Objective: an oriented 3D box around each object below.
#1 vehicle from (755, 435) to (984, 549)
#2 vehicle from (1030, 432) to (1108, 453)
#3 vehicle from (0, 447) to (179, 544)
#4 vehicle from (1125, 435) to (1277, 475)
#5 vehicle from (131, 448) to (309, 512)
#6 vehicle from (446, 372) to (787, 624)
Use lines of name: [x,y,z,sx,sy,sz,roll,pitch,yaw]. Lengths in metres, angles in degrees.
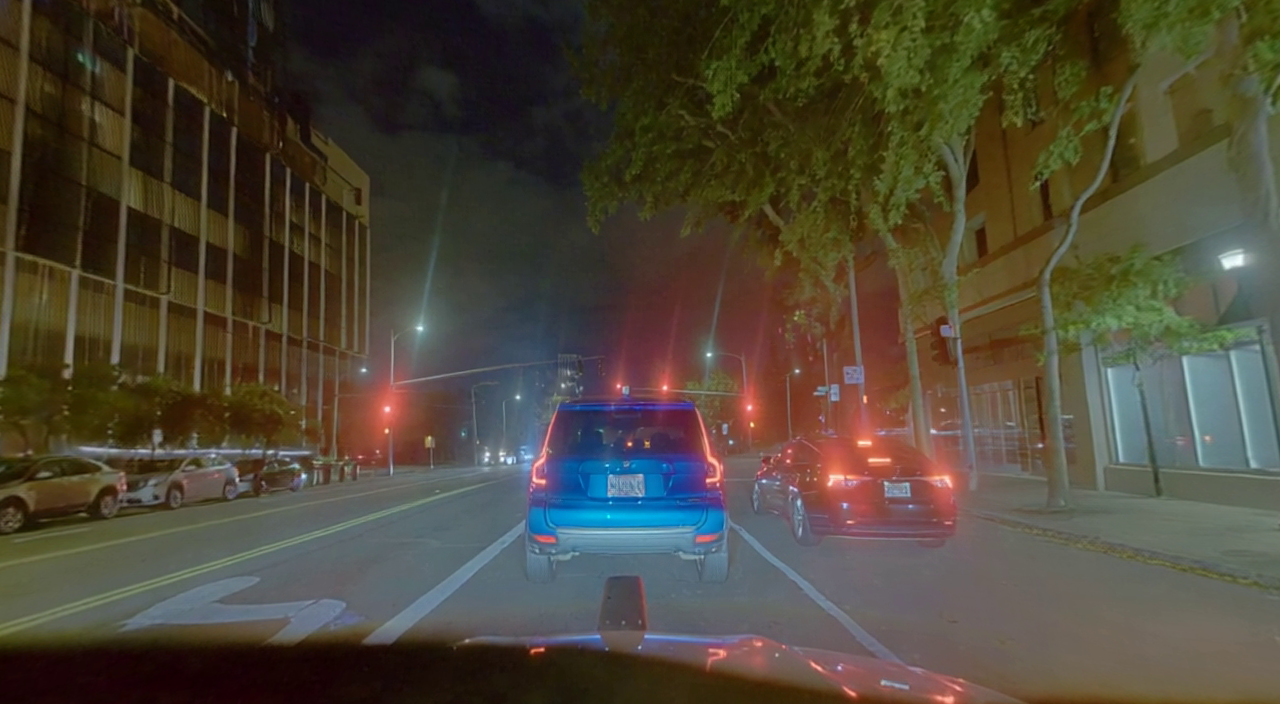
vehicle: [3.295,2.083,10.073,2.056,1.422,4.130,0,-8,-1]
vehicle: [33.505,7.070,49.047,5.224,1.515,2.164,3,-9,-18]
vehicle: [-12.535,2.915,13.464,1.891,1.723,4.360,0,-8,1]
vehicle: [22.130,4.055,24.986,4.055,1.469,1.848,-4,-9,26]
vehicle: [-12.460,3.782,19.135,2.207,1.648,4.675,0,-8,-1]
vehicle: [-0.160,1.368,6.767,2.453,1.816,4.300,0,-8,0]
